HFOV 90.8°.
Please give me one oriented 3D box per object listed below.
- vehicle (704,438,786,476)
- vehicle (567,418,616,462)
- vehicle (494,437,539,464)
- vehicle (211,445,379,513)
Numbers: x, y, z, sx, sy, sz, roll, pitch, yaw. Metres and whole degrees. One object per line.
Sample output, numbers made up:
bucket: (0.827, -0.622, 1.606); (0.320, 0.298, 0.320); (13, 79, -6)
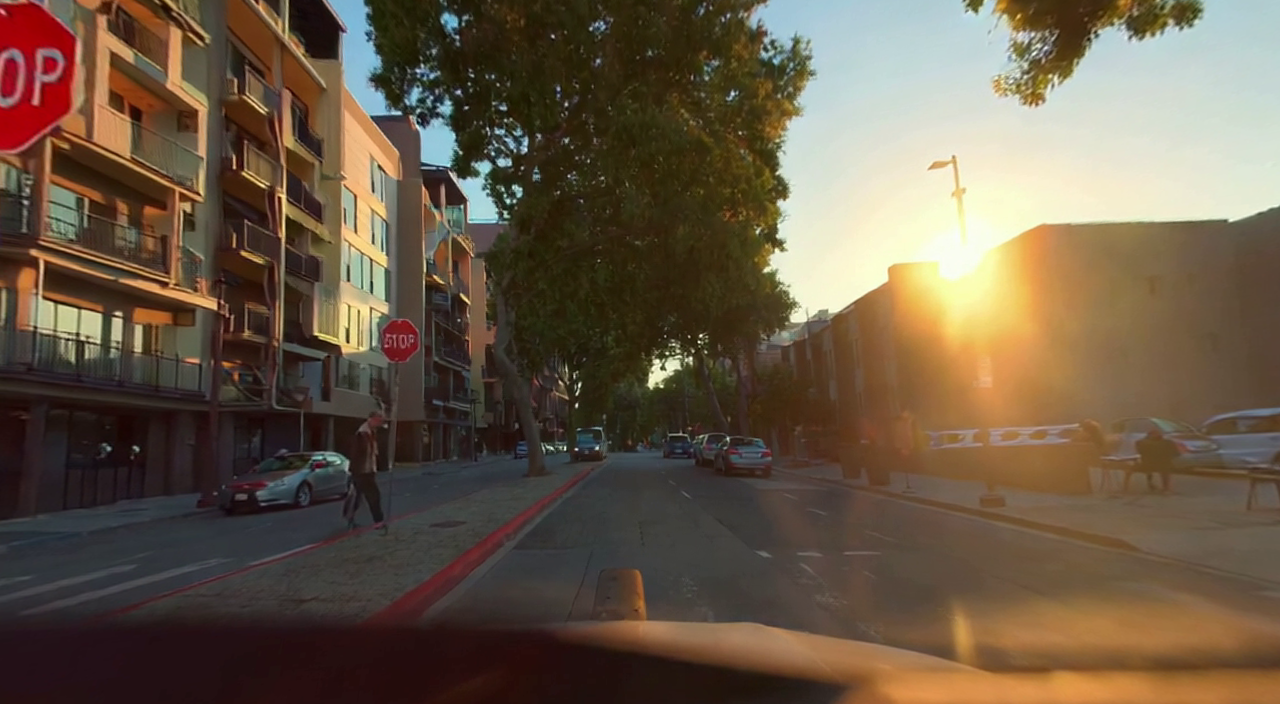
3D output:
vehicle: (4.575, 4.458, 27.124); (1.858, 1.491, 4.329); (-5, -10, 33)
vehicle: (-2.980, 5.594, 40.186); (2.317, 2.596, 6.053); (0, -8, 3)
vehicle: (-8.843, 7.096, 45.787); (2.256, 1.802, 4.333); (0, -8, 2)
vehicle: (-8.795, 3.228, 16.644); (2.007, 1.503, 4.343); (0, -8, -1)
